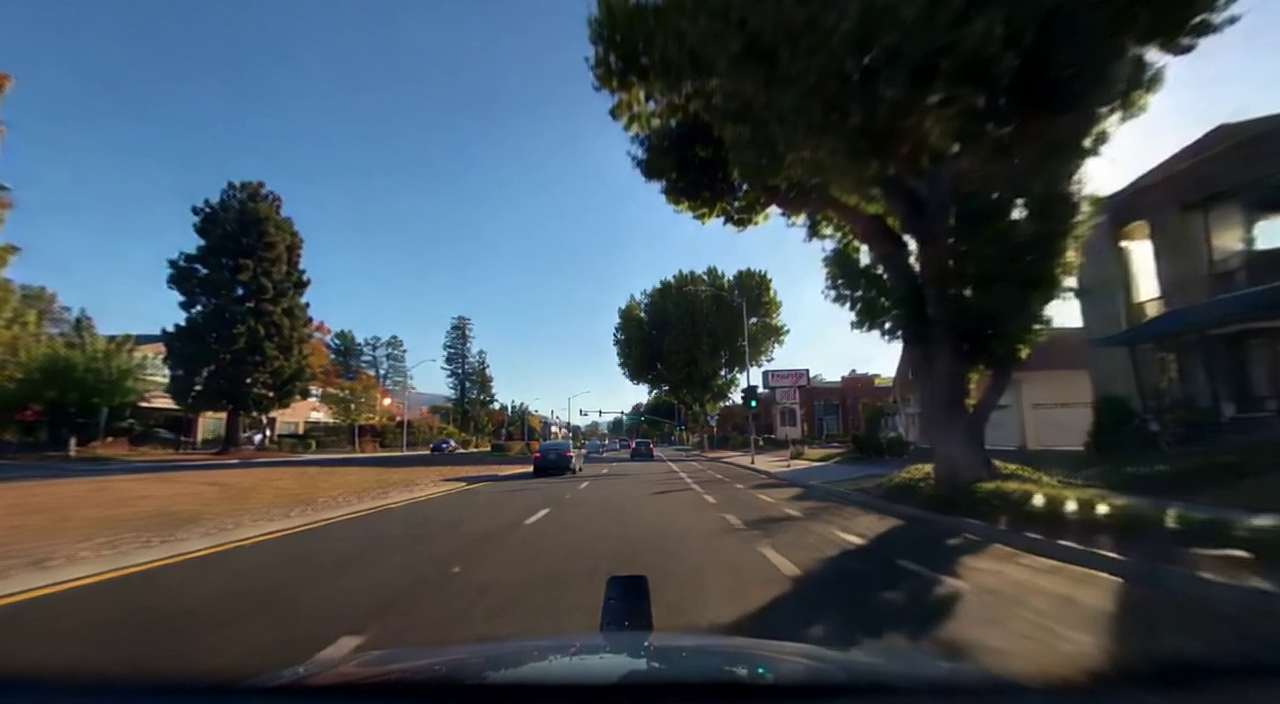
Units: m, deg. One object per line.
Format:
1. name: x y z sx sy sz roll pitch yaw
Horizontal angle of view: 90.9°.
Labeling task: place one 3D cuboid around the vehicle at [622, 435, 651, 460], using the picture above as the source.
1. vehicle: -0.249 7.338 48.408 2.153 1.764 4.047 0 -8 0

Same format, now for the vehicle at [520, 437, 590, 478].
1. vehicle: -3.249 4.153 25.041 2.015 1.470 4.458 0 -8 2
